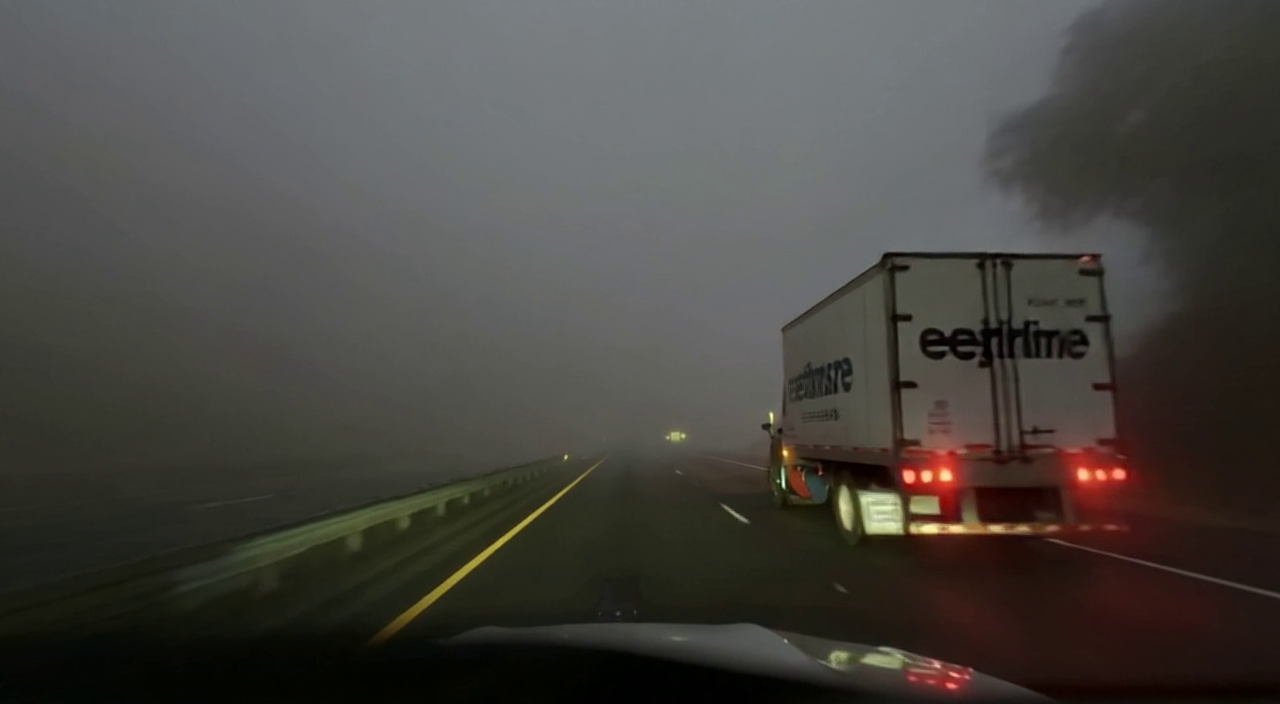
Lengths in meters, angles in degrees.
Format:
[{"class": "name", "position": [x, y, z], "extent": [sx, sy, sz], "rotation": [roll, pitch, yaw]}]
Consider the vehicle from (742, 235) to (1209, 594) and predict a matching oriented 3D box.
[{"class": "vehicle", "position": [3.509, 0.994, 9.208], "extent": [2.702, 3.193, 7.196], "rotation": [0, -8, -1]}]
